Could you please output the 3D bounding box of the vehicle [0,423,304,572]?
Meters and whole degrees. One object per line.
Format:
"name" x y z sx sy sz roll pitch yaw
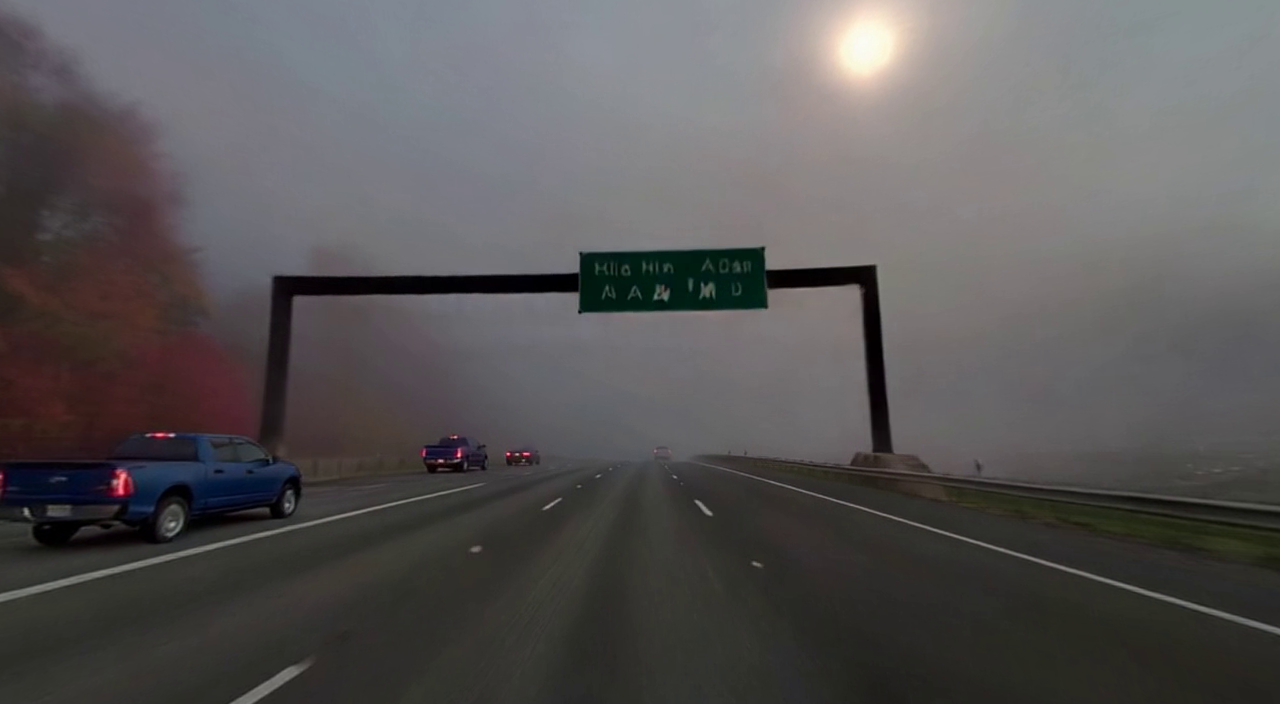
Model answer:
"vehicle" -7.192 1.903 9.148 1.965 1.567 4.686 0 -8 1

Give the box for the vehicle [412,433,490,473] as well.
"vehicle" -10.329 5.570 35.007 2.347 1.984 5.778 0 -8 2

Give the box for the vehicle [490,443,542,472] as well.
"vehicle" -6.691 5.732 34.469 1.919 1.499 4.234 0 -8 1
